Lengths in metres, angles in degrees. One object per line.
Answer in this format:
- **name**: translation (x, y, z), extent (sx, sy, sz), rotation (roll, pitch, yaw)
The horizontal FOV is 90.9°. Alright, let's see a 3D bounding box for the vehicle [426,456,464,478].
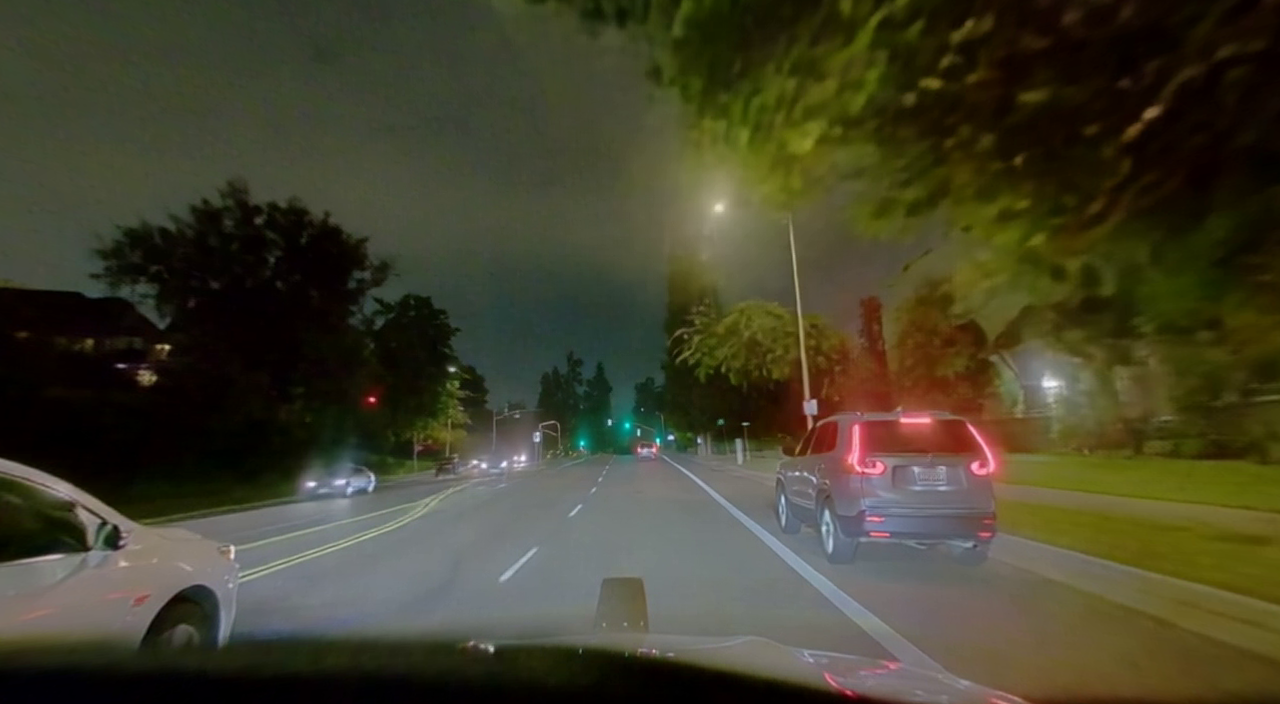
- **vehicle**: translation (-14.968, 8.824, 48.523), extent (1.839, 1.496, 4.338), rotation (0, -9, -4)

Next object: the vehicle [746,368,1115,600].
- **vehicle**: translation (3.072, 1.594, 8.523), extent (2.338, 2.063, 5.592), rotation (-1, -9, 1)

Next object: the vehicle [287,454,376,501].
- **vehicle**: translation (-13.303, 5.391, 27.491), extent (1.931, 1.788, 4.224), rotation (0, -9, -4)

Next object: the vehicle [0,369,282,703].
- **vehicle**: translation (-3.378, 0.831, 1.778), extent (2.058, 1.659, 4.514), rotation (-1, -9, 0)
